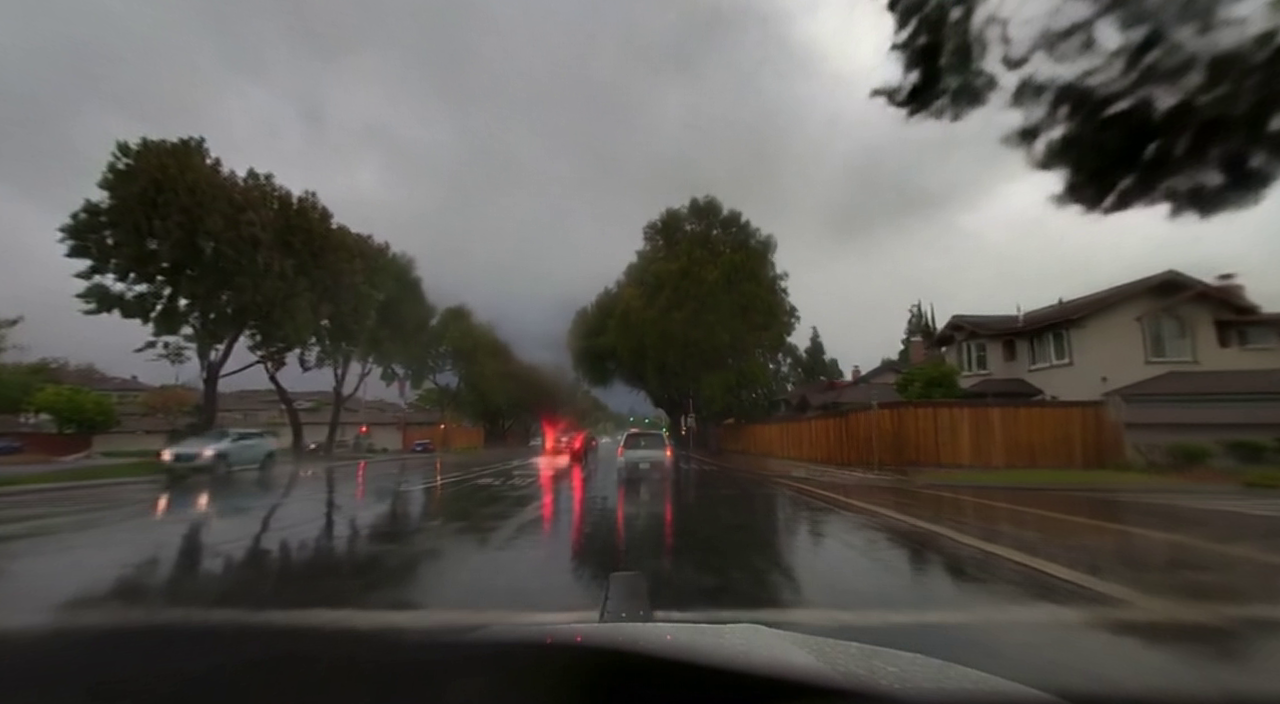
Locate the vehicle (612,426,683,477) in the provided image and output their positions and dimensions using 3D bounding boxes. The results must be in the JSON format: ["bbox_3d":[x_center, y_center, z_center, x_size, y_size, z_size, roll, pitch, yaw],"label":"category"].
[{"bbox_3d":[0.249,3.526,22.566,2.290,1.653,4.127,0,-8,0],"label":"vehicle"}]

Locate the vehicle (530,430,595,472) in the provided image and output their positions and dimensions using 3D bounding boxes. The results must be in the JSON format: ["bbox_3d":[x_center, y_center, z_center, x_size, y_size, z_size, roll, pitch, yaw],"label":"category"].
[{"bbox_3d":[-3.336,4.321,27.936,2.067,1.546,4.988,2,-6,2],"label":"vehicle"}]

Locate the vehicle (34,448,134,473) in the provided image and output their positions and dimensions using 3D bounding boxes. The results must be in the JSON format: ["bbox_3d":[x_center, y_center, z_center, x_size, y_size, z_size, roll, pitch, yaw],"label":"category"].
[{"bbox_3d":[-39.023,7.615,44.227,4.724,1.597,2.191,4,-8,-26],"label":"vehicle"}]

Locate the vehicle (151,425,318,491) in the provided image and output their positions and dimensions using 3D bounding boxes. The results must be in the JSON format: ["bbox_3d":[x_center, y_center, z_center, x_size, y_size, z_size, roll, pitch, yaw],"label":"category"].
[{"bbox_3d":[-11.528,3.011,18.299,2.103,1.679,4.199,0,-7,-1],"label":"vehicle"}]
